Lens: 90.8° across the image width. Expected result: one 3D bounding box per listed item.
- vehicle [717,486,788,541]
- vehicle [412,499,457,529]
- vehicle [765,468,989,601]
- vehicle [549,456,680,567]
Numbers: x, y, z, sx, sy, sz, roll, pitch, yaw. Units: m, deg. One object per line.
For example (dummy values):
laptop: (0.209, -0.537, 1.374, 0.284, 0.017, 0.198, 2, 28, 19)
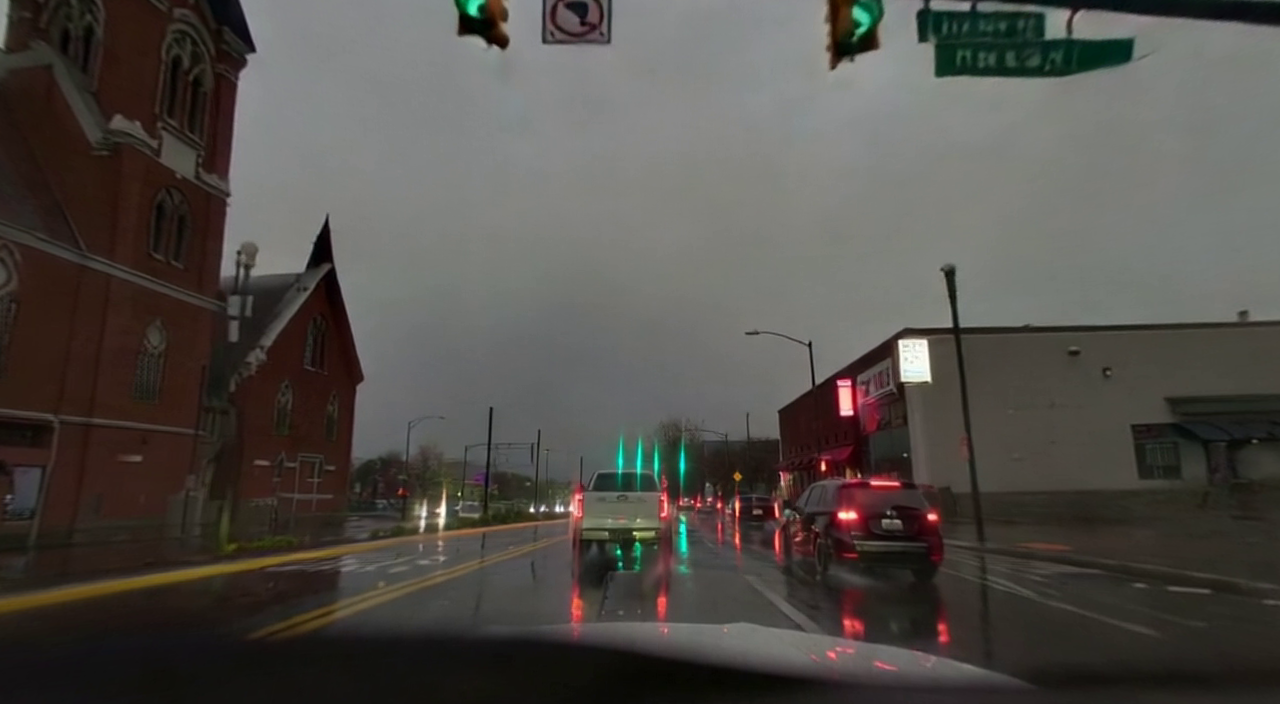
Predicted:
vehicle: (3.879, 5.642, 22.423, 1.890, 1.491, 4.166, 0, -9, 2)
vehicle: (-15.754, 12.407, 48.684, 1.901, 1.532, 4.733, -1, -6, 1)
vehicle: (3.323, 2.626, 9.955, 1.883, 1.472, 4.471, 0, -9, 1)
vehicle: (-0.408, 3.004, 12.654, 2.168, 1.776, 4.135, 0, -9, 0)
